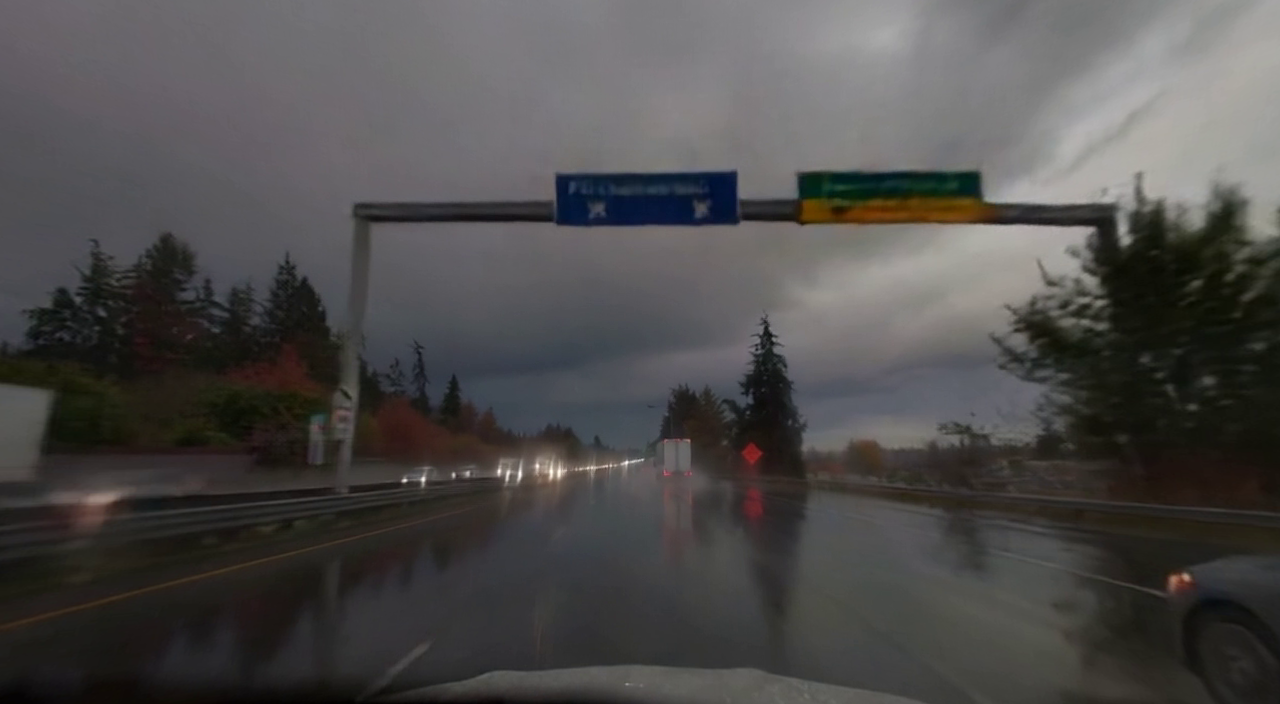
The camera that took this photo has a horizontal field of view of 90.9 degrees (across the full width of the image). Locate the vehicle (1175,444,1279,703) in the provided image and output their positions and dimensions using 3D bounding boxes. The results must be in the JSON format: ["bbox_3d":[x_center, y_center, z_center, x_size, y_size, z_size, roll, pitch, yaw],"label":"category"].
[{"bbox_3d":[4.120,0.876,1.278,2.051,1.472,4.547,1,-11,0],"label":"vehicle"}]

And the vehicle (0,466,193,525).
[{"bbox_3d":[-15.494,4.031,18.135,1.901,1.453,4.530,1,-11,0],"label":"vehicle"}]

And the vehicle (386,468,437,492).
[{"bbox_3d":[-15.647,8.783,43.388,1.822,1.490,4.560,1,-11,0],"label":"vehicle"}]
